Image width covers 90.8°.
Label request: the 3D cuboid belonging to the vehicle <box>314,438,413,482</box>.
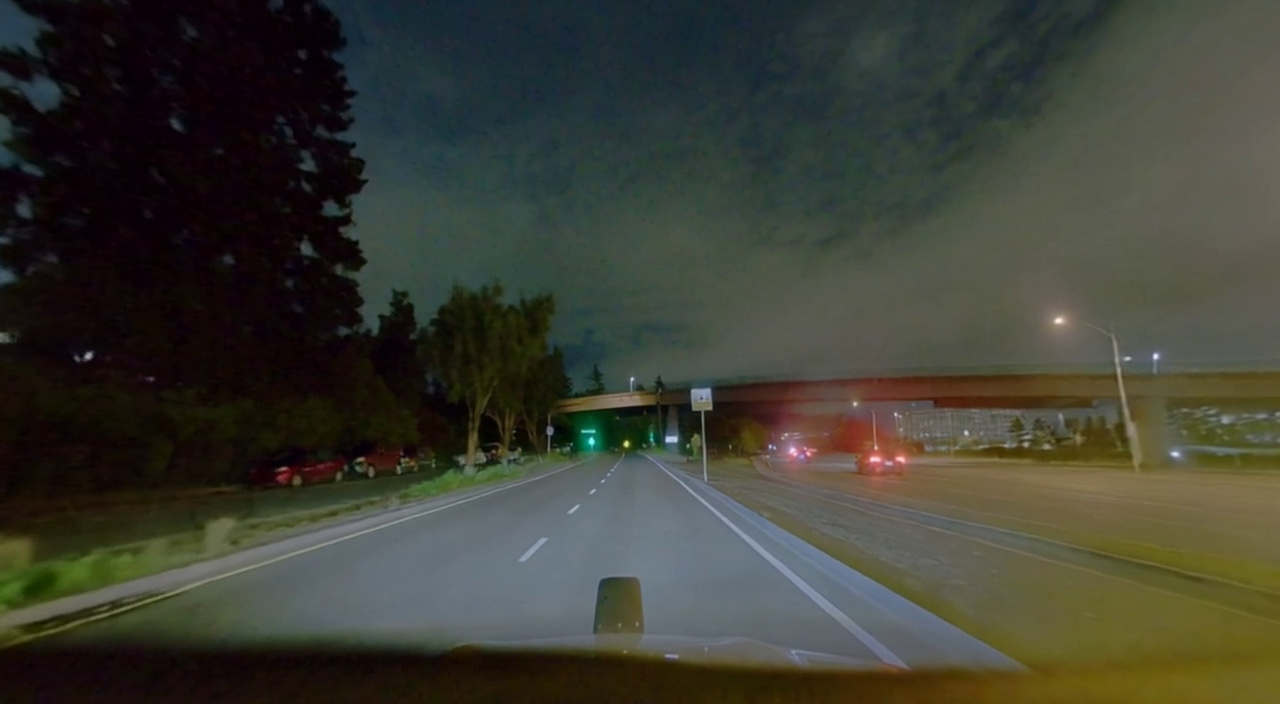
[{"bbox_3d":[-13.138,5.136,30.496,2.064,1.809,5.545,2,-8,2],"label":"vehicle"}]

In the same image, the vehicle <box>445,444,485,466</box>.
[{"bbox_3d":[-13.348,7.838,48.464,1.907,1.553,4.683,0,-8,-2],"label":"vehicle"}]

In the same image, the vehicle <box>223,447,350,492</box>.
[{"bbox_3d":[-13.489,4.476,24.523,2.156,1.489,4.758,0,-8,0],"label":"vehicle"}]
